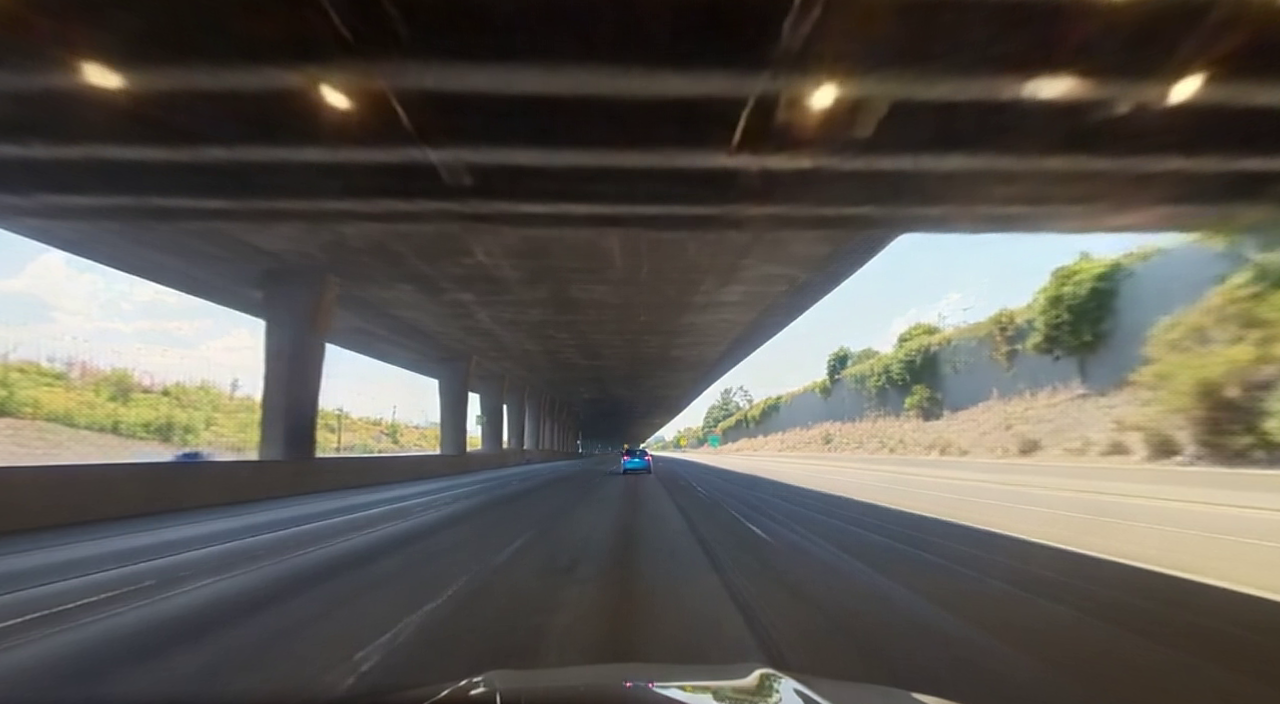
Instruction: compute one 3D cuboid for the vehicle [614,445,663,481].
[{"bbox_3d":[-0.126,5.037,28.874,2.055,1.501,4.321,0,-9,-2],"label":"vehicle"}]
